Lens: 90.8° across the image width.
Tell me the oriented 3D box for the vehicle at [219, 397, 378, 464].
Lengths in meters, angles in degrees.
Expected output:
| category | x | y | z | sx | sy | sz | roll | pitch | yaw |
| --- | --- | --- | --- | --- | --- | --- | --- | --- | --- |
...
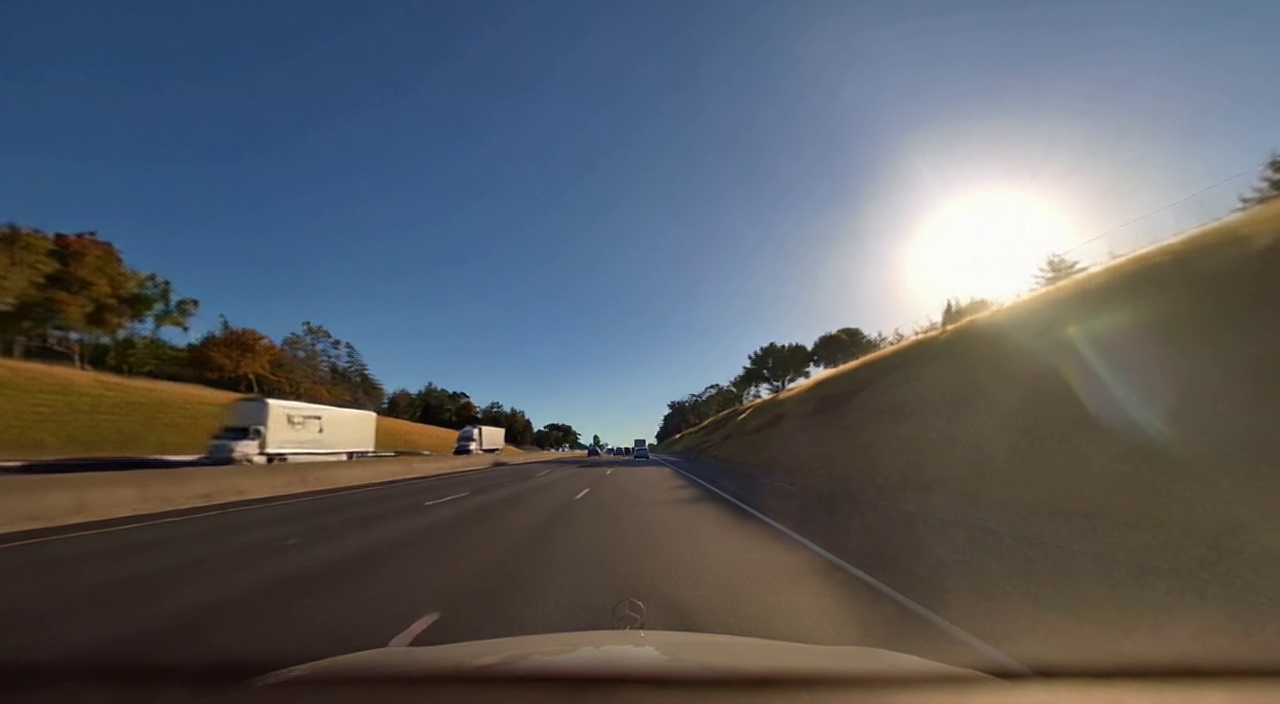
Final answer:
| category | x | y | z | sx | sy | sz | roll | pitch | yaw |
| --- | --- | --- | --- | --- | --- | --- | --- | --- | --- |
| vehicle | -23.041 | 5.744 | 44.307 | 2.900 | 3.886 | 14.872 | 0 | -9 | 0 |
